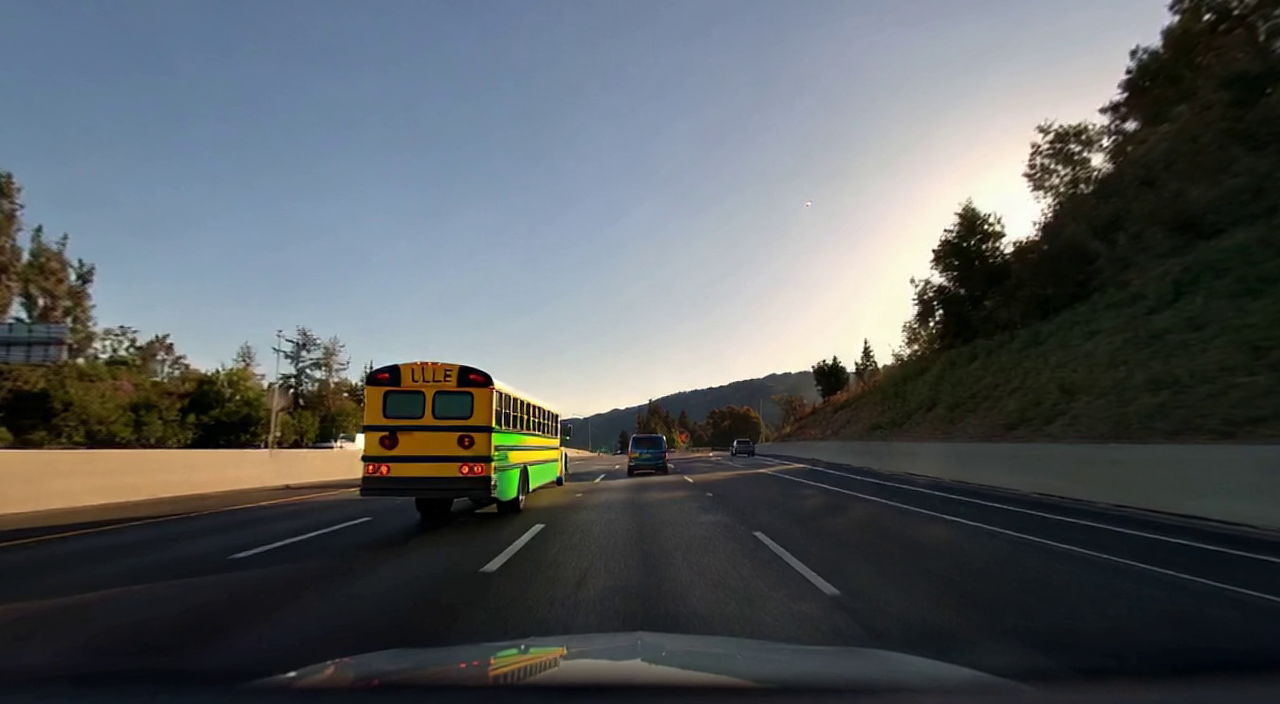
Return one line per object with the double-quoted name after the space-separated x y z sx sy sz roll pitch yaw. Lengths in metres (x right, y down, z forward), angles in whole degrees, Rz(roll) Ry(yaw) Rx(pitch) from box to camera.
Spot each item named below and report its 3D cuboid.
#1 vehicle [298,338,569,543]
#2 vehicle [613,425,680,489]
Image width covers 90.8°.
-3.472 1.861 13.353 2.947 3.009 7.991 0 -8 0 "vehicle"
0.156 3.507 21.403 2.037 1.929 4.343 0 -8 -1 "vehicle"
